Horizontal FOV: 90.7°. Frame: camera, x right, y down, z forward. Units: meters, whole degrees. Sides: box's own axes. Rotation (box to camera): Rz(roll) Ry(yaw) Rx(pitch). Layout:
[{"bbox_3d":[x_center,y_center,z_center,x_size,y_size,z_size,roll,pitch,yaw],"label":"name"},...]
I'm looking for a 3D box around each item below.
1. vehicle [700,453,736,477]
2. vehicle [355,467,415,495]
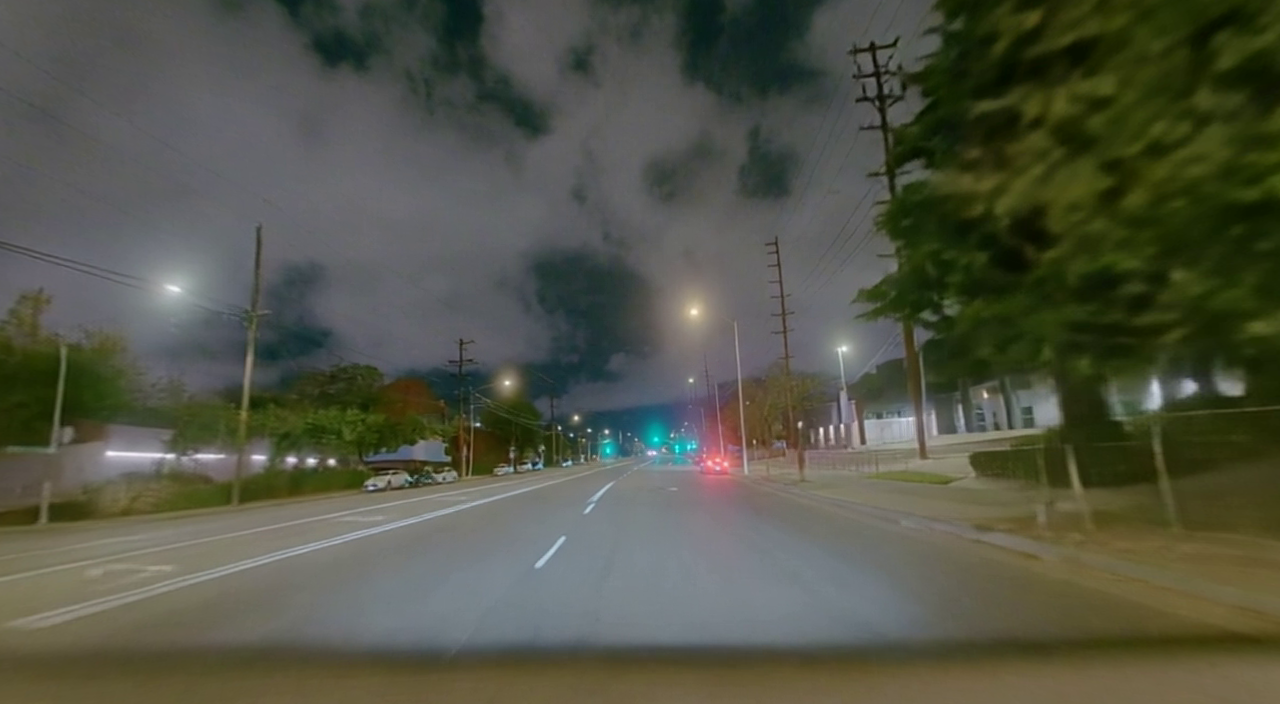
[{"bbox_3d":[5.263,7.689,43.222,2.002,1.459,4.357,0,-9,1],"label":"vehicle"},{"bbox_3d":[-16.664,8.426,41.607,1.892,1.515,4.622,-6,-11,1],"label":"vehicle"}]
